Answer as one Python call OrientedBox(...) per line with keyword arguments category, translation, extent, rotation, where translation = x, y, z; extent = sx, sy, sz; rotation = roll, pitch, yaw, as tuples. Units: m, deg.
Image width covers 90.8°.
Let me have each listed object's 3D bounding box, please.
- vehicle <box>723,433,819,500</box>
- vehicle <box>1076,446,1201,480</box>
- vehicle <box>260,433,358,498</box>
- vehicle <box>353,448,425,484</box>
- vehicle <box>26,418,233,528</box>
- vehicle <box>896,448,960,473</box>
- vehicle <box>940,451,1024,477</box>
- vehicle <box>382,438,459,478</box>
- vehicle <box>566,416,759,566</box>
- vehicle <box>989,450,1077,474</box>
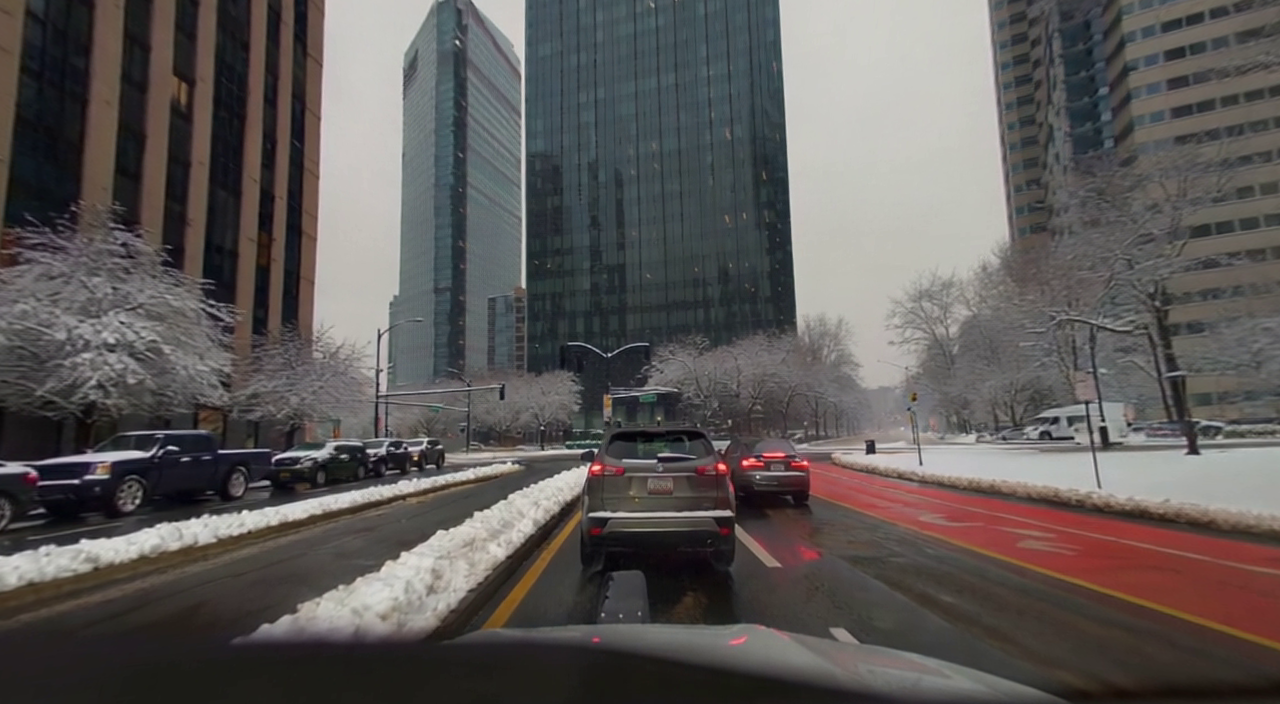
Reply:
OrientedBox(category="vehicle", translation=(3.877, 3.473, 19.573), extent=(2.143, 1.793, 4.763), rotation=(0, -8, 3))
OrientedBox(category="vehicle", translation=(31.209, 6.916, 39.826), extent=(5.890, 1.996, 2.155), rotation=(-6, -10, 35))
OrientedBox(category="vehicle", translation=(-10.960, 3.736, 21.176), extent=(1.559, 1.973, 3.419), rotation=(1, -8, -4))
OrientedBox(category="vehicle", translation=(-11.219, 5.073, 28.556), extent=(1.791, 1.463, 4.210), rotation=(0, -8, -4))
OrientedBox(category="vehicle", translation=(-10.334, 2.439, 13.166), extent=(1.543, 1.946, 3.454), rotation=(1, -8, -5))
OrientedBox(category="vehicle", translation=(22.542, 8.452, 49.527), extent=(4.211, 1.820, 2.094), rotation=(-6, -10, 33))
OrientedBox(category="vehicle", translation=(24.102, 7.840, 44.611), extent=(4.956, 1.706, 1.822), rotation=(-6, -10, 34))
OrientedBox(category="vehicle", translation=(-11.659, 5.645, 34.075), extent=(2.338, 1.963, 5.740), rotation=(0, -8, -3))
OrientedBox(category="vehicle", translation=(0.317, 1.897, 9.374), extent=(2.192, 1.695, 4.142), rotation=(0, -8, 2))
OrientedBox(category="vehicle", translation=(28.390, 7.914, 45.749), extent=(5.153, 1.626, 1.895), rotation=(-6, -10, 36))
